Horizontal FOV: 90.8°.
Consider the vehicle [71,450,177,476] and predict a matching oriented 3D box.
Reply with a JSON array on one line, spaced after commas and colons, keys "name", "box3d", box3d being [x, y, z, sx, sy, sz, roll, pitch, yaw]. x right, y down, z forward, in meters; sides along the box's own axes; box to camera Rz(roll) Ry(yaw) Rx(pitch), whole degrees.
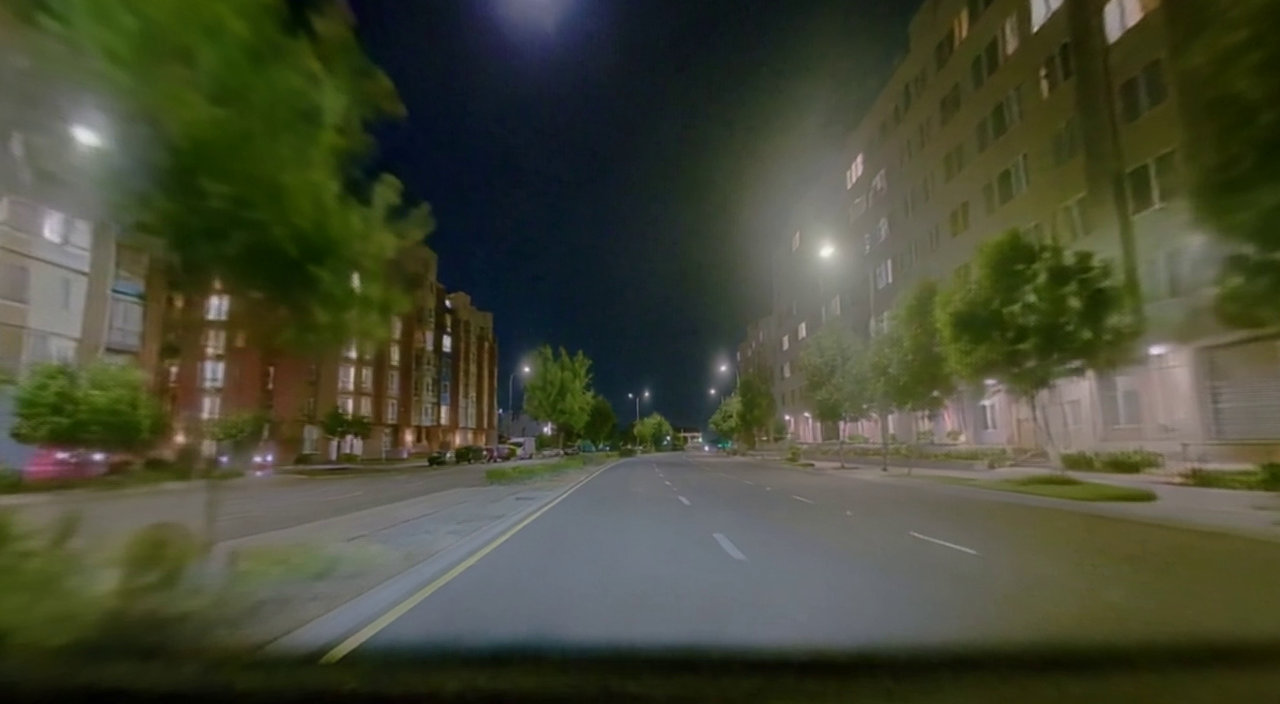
[{"name": "vehicle", "box3d": [-34.076, 7.325, 41.838, 5.184, 1.645, 1.977, 1, -9, -1]}]
